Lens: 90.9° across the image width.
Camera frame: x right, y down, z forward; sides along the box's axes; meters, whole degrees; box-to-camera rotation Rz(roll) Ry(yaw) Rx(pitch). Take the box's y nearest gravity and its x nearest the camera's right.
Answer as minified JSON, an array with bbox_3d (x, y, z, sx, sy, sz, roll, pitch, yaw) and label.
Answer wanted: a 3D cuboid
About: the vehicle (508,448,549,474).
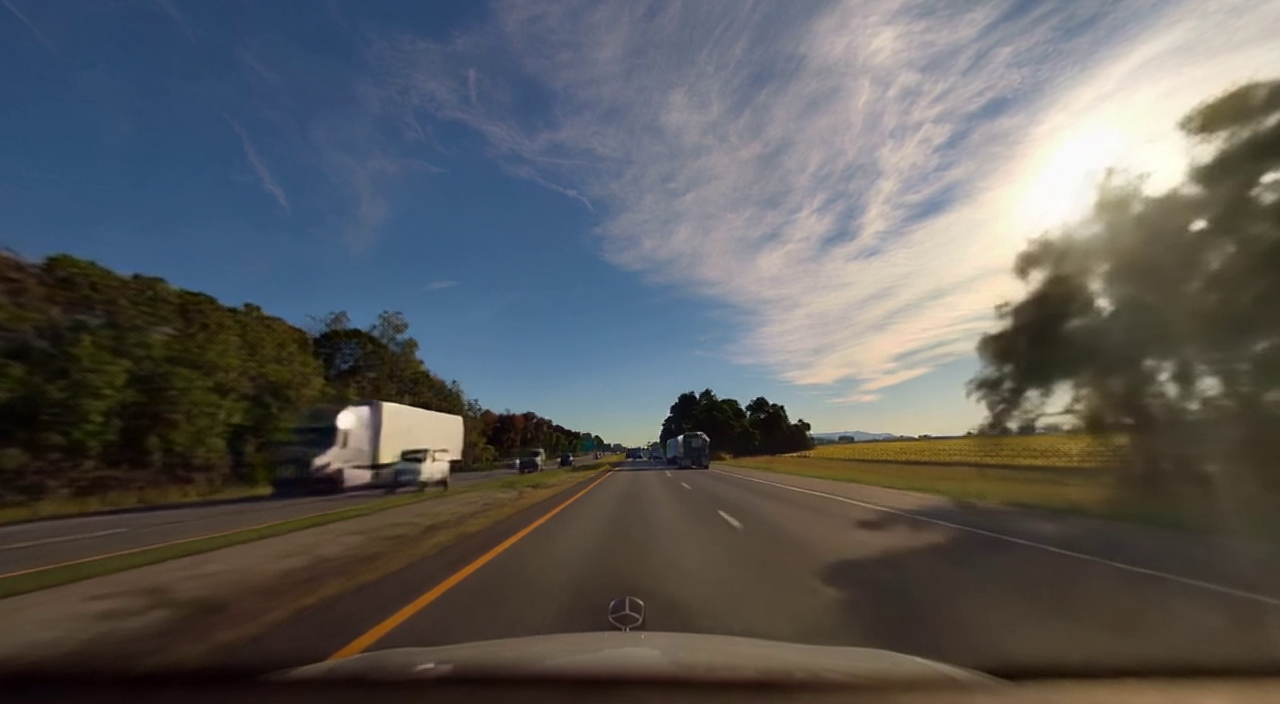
[{"bbox_3d":[-8.515,8.358,48.688,2.140,1.850,5.186,0,-9,1],"label":"vehicle"}]

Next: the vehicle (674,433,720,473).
[{"bbox_3d":[3.823,6.948,43.413,2.472,2.562,5.594,0,-9,-2],"label":"vehicle"}]

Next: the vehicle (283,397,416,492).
[{"bbox_3d":[-13.263,4.332,29.460,3.328,3.980,5.765,0,-9,0],"label":"vehicle"}]

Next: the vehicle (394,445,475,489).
[{"bbox_3d":[-9.142,5.126,28.518,2.072,1.794,4.732,0,-9,-1],"label":"vehicle"}]
